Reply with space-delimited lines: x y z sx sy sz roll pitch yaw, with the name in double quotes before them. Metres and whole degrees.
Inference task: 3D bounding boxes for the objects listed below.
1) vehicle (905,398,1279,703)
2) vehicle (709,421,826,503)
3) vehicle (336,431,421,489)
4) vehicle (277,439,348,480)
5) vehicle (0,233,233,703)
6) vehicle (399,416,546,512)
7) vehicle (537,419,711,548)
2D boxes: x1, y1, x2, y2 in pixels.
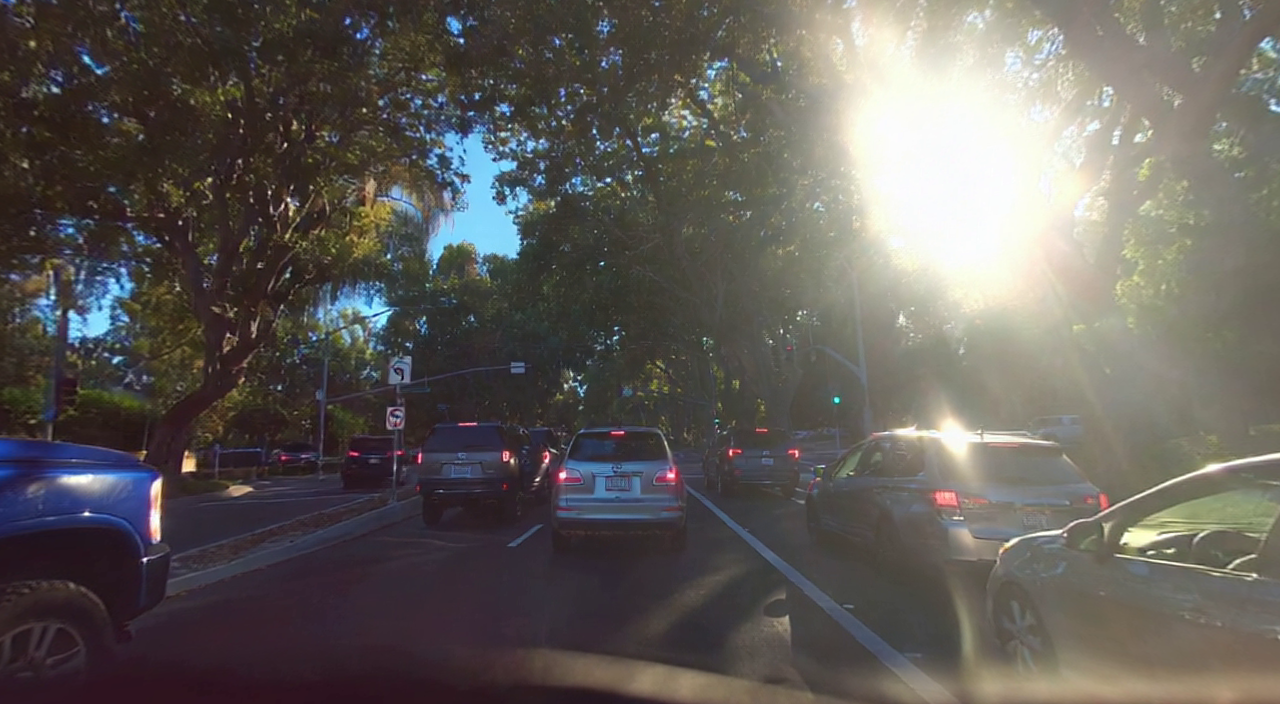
"vehicle" 3.014 0.963 2.511 1.874 1.477 4.698 0 -8 0
"vehicle" 3.140 2.839 16.636 2.102 1.841 4.587 0 -8 0
"vehicle" -9.081 3.750 22.297 2.088 1.787 4.728 2 -9 -15
"vehicle" -16.092 5.183 30.819 2.256 1.799 4.831 6 -10 -36
"vehicle" -3.477 0.360 0.310 2.656 2.021 5.800 0 -8 0
"vehicle" -3.622 2.529 14.667 2.089 1.857 4.488 0 -8 1
"vehicle" -0.218 1.935 9.886 2.194 1.607 3.690 0 -8 0
